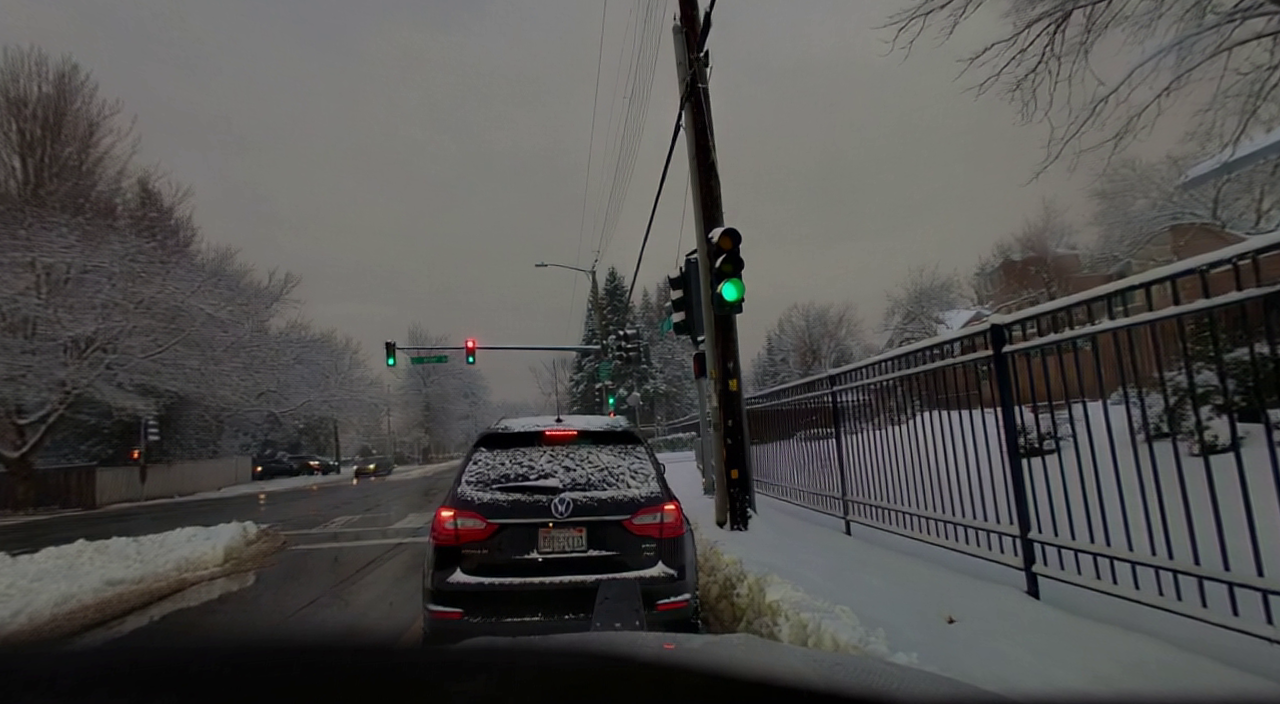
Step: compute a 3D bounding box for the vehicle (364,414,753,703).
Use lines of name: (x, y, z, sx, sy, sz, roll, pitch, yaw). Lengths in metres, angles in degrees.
vehicle: (-0.678, 1.362, 5.226, 2.024, 1.502, 3.702, 1, -9, -9)
